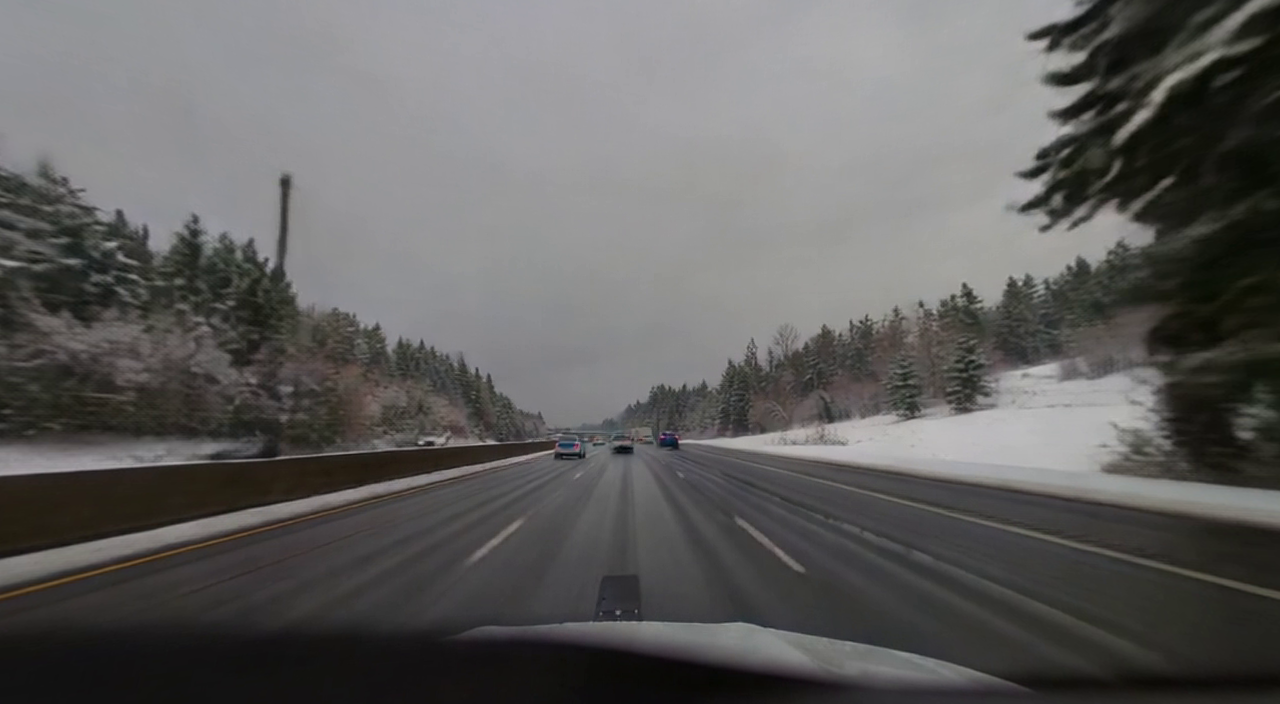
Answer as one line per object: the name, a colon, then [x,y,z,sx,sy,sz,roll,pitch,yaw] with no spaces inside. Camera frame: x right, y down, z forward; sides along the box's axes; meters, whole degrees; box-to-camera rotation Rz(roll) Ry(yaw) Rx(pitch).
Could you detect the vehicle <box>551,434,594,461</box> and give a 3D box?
vehicle: [-3.981,5.693,37.680,2.103,1.507,4.367,0,-8,0]
